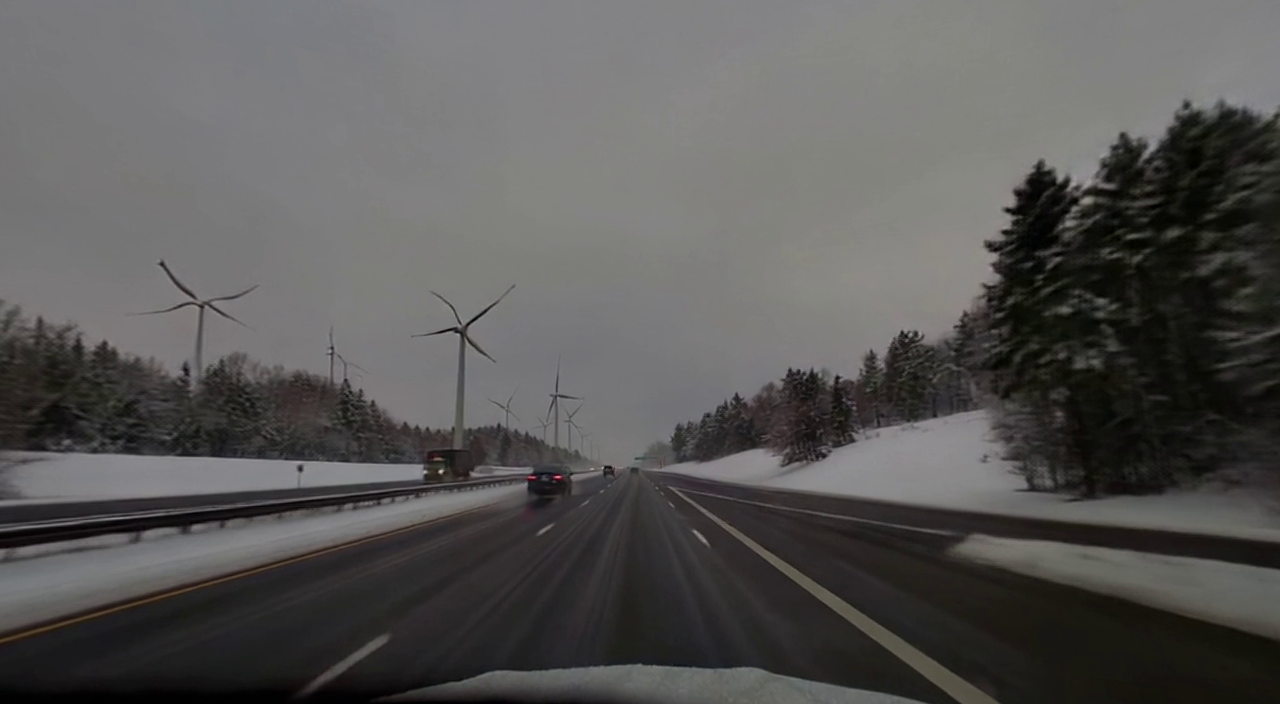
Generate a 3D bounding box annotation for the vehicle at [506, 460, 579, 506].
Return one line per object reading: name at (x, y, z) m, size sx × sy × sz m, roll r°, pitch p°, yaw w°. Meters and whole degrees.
vehicle at (-3.495, 4.795, 23.272) m, size 2.001 × 1.486 × 4.104 m, roll 1°, pitch -10°, yaw 0°
